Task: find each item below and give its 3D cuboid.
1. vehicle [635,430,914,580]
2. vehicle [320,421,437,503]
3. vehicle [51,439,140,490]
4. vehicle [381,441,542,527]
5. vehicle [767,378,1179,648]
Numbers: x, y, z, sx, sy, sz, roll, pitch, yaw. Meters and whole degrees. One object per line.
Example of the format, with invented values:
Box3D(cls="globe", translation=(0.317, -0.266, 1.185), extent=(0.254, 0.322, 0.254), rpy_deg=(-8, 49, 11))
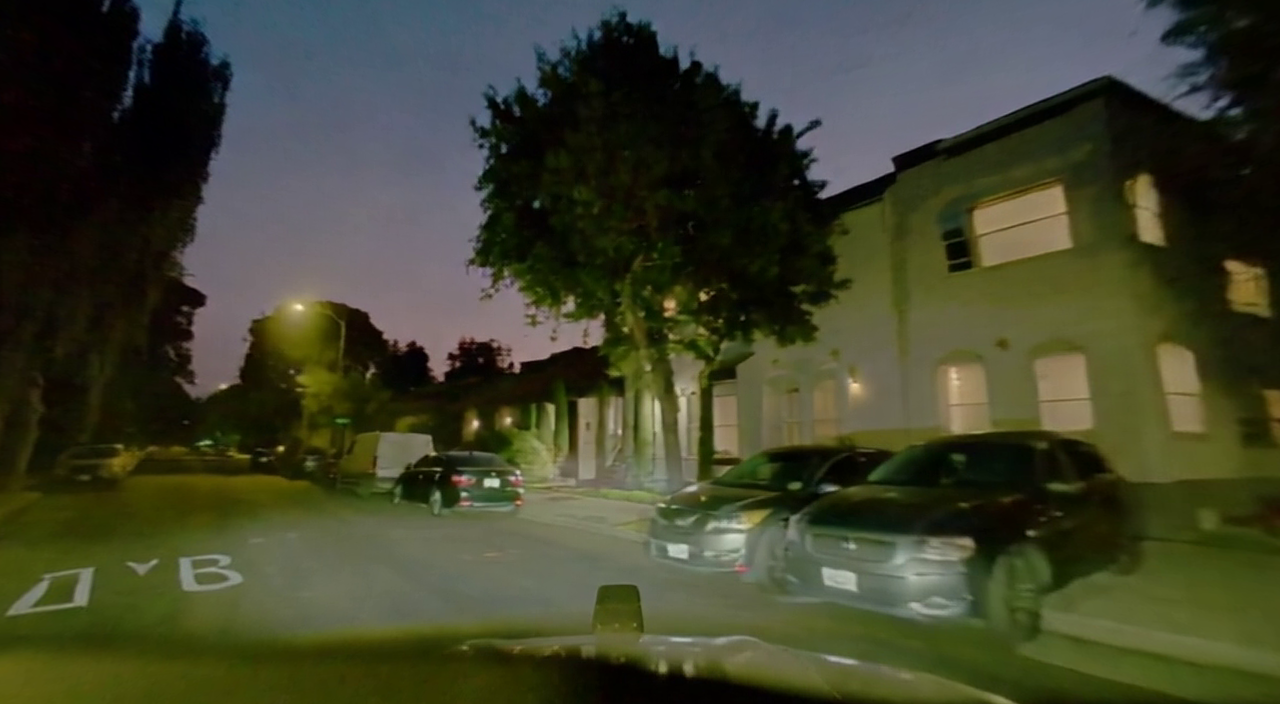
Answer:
Box3D(cls="vehicle", translation=(2.050, 1.992, 9.049), extent=(4.030, 1.648, 1.827), rpy_deg=(7, -11, -41))
Box3D(cls="vehicle", translation=(-8.168, 3.237, 19.394), extent=(1.993, 2.129, 4.893), rpy_deg=(6, -8, -37))
Box3D(cls="vehicle", translation=(-18.338, 3.804, 21.388), extent=(1.908, 1.493, 4.806), rpy_deg=(9, -13, -37))
Box3D(cls="vehicle", translation=(-4.159, 2.805, 14.145), extent=(1.828, 1.442, 4.476), rpy_deg=(6, -8, -38))
Box3D(cls="vehicle", translation=(3.764, 1.491, 6.869), extent=(4.585, 1.969, 2.046), rpy_deg=(6, -11, -36))
